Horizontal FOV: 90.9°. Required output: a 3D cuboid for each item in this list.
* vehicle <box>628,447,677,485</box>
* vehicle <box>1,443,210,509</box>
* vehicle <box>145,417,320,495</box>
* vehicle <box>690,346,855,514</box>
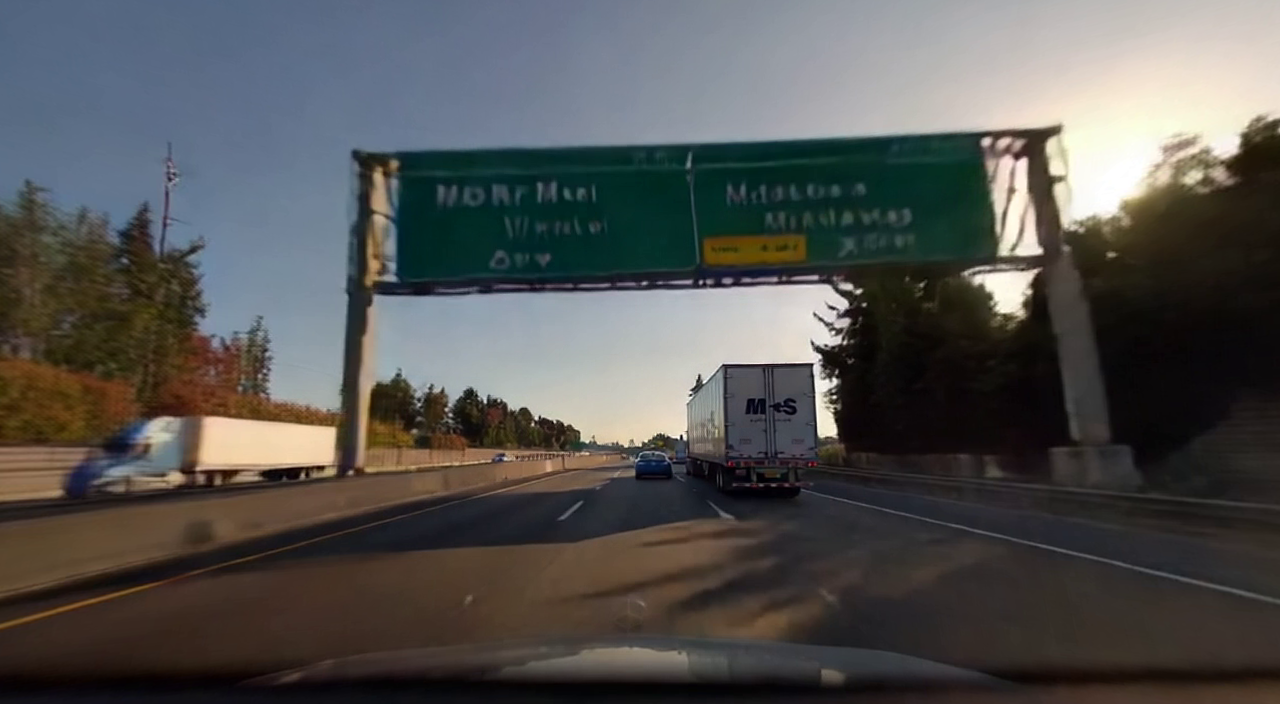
[{"bbox_3d":[0.562,5.312,29.696,2.121,1.642,3.828,0,-9,1],"label":"vehicle"},{"bbox_3d":[-17.210,3.983,20.755,2.827,1.881,4.544,0,-9,0],"label":"vehicle"},{"bbox_3d":[-17.247,4.491,27.446,2.732,2.908,7.110,0,-9,1],"label":"vehicle"},{"bbox_3d":[3.776,2.957,22.550,3.002,4.104,14.174,0,-9,1],"label":"vehicle"}]
